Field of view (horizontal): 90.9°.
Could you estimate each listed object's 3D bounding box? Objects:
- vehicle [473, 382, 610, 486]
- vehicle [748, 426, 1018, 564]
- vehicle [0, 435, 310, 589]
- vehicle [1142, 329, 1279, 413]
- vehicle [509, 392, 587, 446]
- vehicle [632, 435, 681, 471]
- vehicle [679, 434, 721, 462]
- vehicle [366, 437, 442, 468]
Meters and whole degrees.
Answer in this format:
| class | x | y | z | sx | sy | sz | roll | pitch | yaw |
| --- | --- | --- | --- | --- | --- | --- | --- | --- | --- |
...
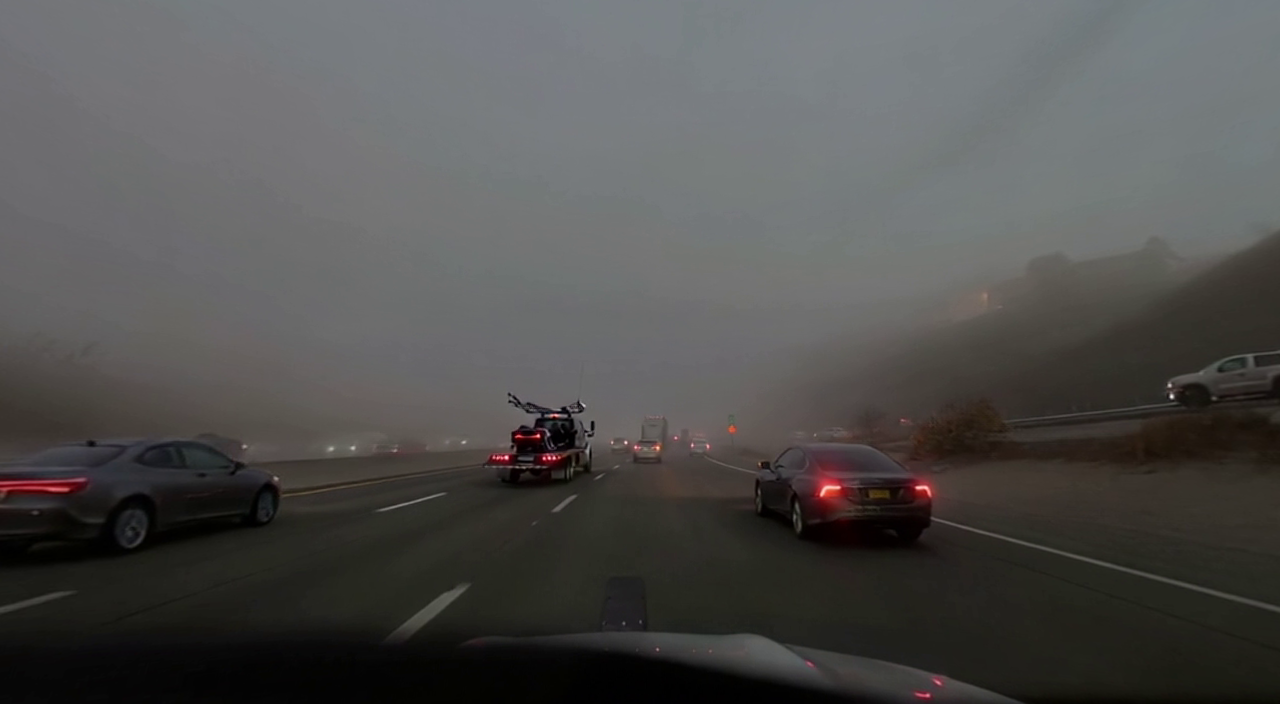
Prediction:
| class | x | y | z | sx | sy | sz | roll | pitch | yaw |
| --- | --- | --- | --- | --- | --- | --- | --- | --- | --- |
| vehicle | -3.041 | 3.086 | 23.159 | 3.162 | 2.955 | 10.282 | 0 | -8 | 1 |
| vehicle | 3.040 | 1.881 | 9.106 | 2.040 | 1.481 | 4.260 | 0 | -8 | -3 |
| vehicle | -6.715 | 1.835 | 8.322 | 1.964 | 1.395 | 4.948 | 0 | -8 | 1 |
| vehicle | 14.704 | 0.514 | 14.869 | 1.979 | 1.616 | 4.268 | 1 | -8 | -5 |
| vehicle | -3.040 | 2.429 | 21.934 | 1.893 | 1.674 | 4.766 | 0 | -8 | 1 |
| vehicle | 0.754 | 4.557 | 28.705 | 2.079 | 1.499 | 3.915 | 0 | -8 | 1 |
| vehicle | 3.658 | 6.018 | 39.562 | 2.075 | 1.614 | 4.682 | 0 | -8 | -1 |
| vehicle | -12.233 | 5.219 | 33.004 | 2.123 | 1.511 | 4.343 | 0 | -8 | 3 |
